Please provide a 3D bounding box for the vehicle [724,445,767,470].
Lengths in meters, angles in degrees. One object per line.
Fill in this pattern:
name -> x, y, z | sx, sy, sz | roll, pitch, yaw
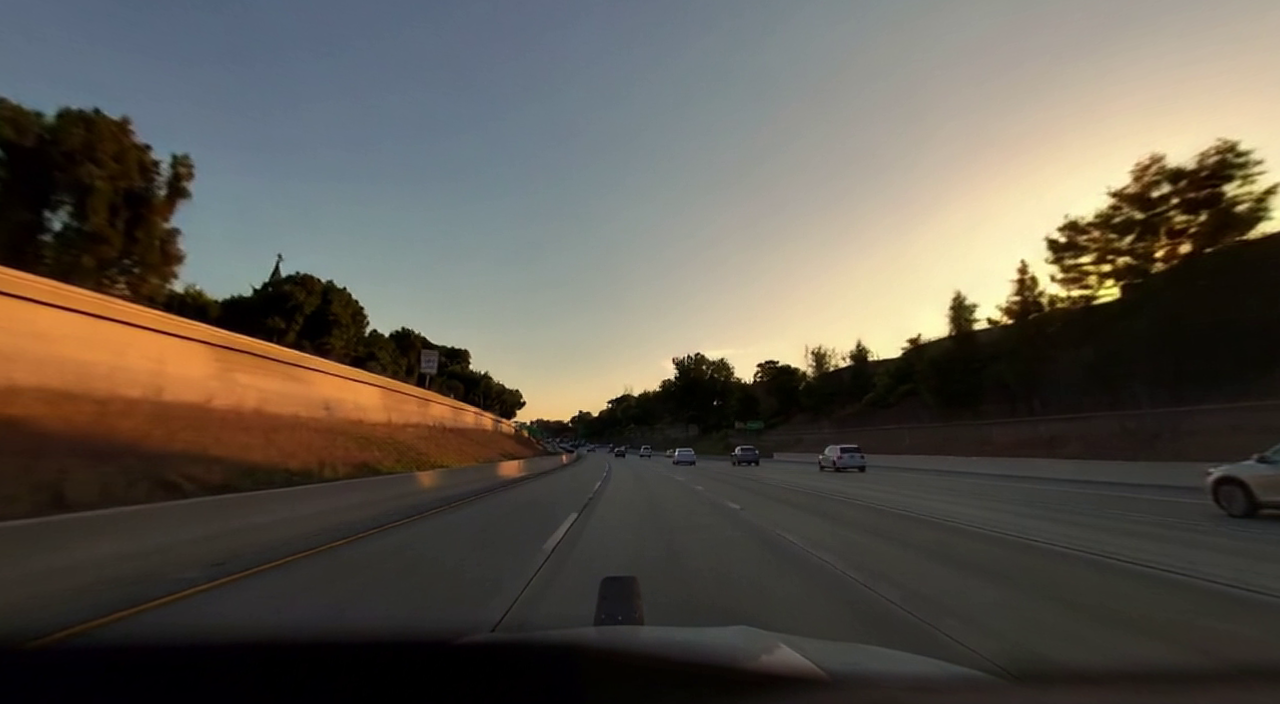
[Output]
vehicle -> 6.904, 6.939, 41.602 | 1.904, 1.488, 4.299 | 0, -8, -3

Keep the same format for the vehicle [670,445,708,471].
vehicle -> 3.044, 6.658, 39.812 | 1.934, 1.491, 3.982 | 0, -8, -3

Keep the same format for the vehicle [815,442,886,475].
vehicle -> 10.558, 5.377, 31.968 | 1.987, 1.546, 4.271 | 0, -8, -2
